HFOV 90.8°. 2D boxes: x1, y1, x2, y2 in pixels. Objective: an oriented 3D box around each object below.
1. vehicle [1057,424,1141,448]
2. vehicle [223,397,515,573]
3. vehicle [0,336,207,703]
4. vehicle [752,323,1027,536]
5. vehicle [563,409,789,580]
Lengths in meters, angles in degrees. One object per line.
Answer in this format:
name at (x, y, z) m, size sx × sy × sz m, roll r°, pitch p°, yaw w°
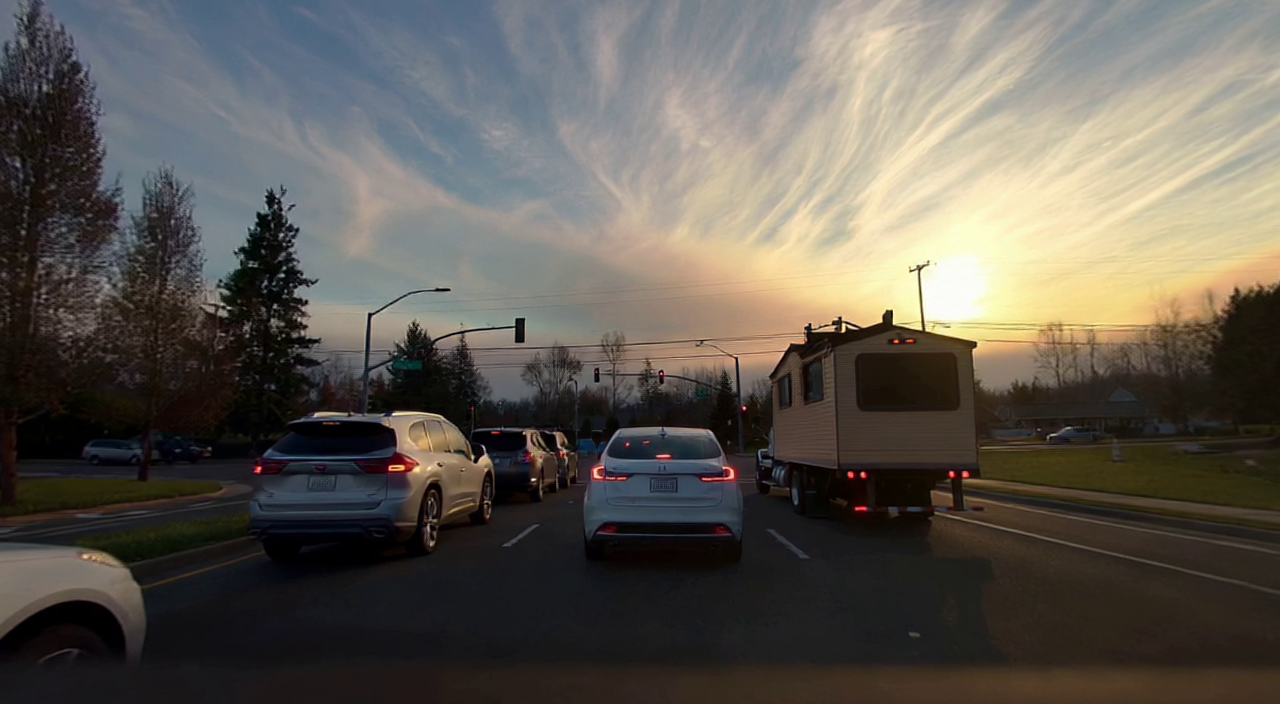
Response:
vehicle at (33.191, 6.130, 45.860) m, size 4.671 × 1.595 × 1.824 m, roll -5°, pitch -10°, yaw 31°
vehicle at (-3.265, 1.712, 8.841) m, size 2.085 × 1.812 × 4.388 m, roll 0°, pitch -9°, yaw 0°
vehicle at (-3.432, 0.670, 1.474) m, size 1.952 × 1.730 × 4.116 m, roll 0°, pitch -9°, yaw -1°
vehicle at (3.690, 1.393, 10.989) m, size 2.531 × 2.750 × 5.595 m, roll 0°, pitch -9°, yaw 1°
vehicle at (0.357, 1.704, 8.314) m, size 2.189 × 1.649 × 4.171 m, roll 0°, pitch -9°, yaw 0°
